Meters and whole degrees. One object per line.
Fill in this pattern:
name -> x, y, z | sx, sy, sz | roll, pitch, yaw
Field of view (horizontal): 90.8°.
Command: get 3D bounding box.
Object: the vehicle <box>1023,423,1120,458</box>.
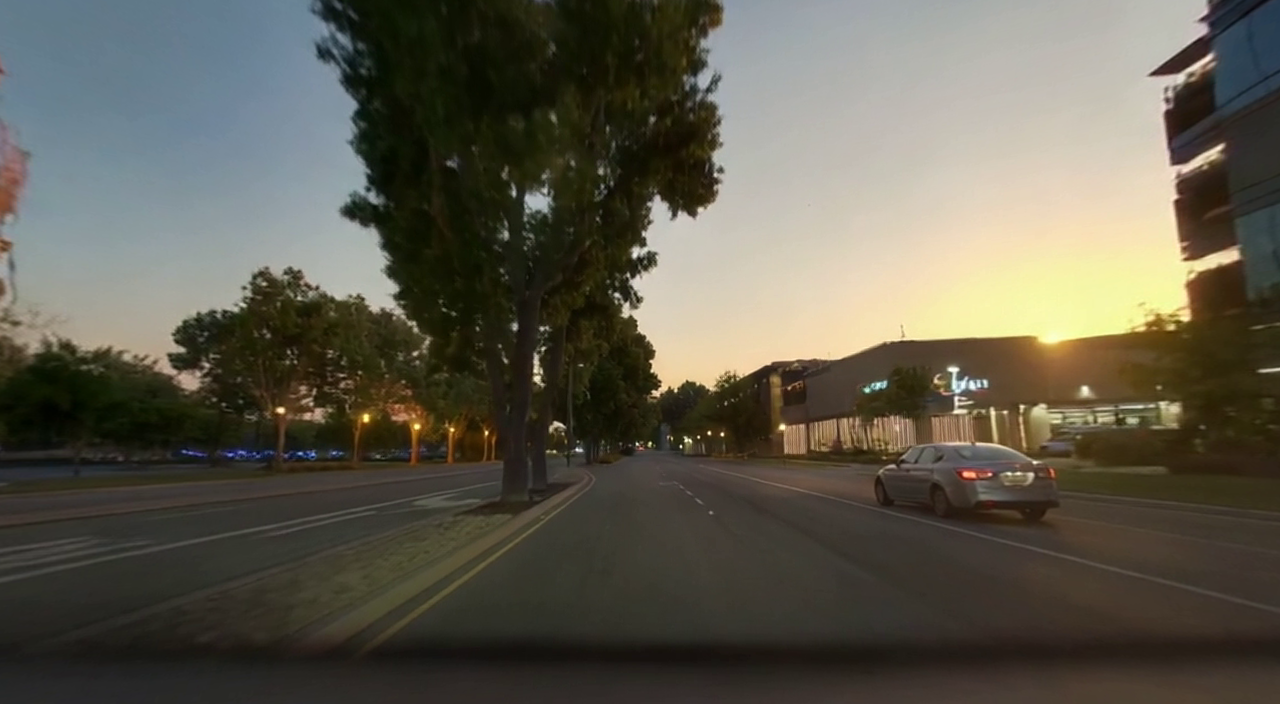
vehicle -> 23.079, 4.821, 34.082 | 2.066, 1.716, 4.943 | -1, -10, 5

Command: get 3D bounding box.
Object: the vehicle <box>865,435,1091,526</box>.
vehicle -> 6.537, 2.516, 13.014 | 1.913, 1.504, 4.738 | 0, -9, -2

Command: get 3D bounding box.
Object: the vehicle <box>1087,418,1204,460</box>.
vehicle -> 25.623, 4.474, 32.305 | 2.212, 1.948, 4.904 | -1, -8, 5
